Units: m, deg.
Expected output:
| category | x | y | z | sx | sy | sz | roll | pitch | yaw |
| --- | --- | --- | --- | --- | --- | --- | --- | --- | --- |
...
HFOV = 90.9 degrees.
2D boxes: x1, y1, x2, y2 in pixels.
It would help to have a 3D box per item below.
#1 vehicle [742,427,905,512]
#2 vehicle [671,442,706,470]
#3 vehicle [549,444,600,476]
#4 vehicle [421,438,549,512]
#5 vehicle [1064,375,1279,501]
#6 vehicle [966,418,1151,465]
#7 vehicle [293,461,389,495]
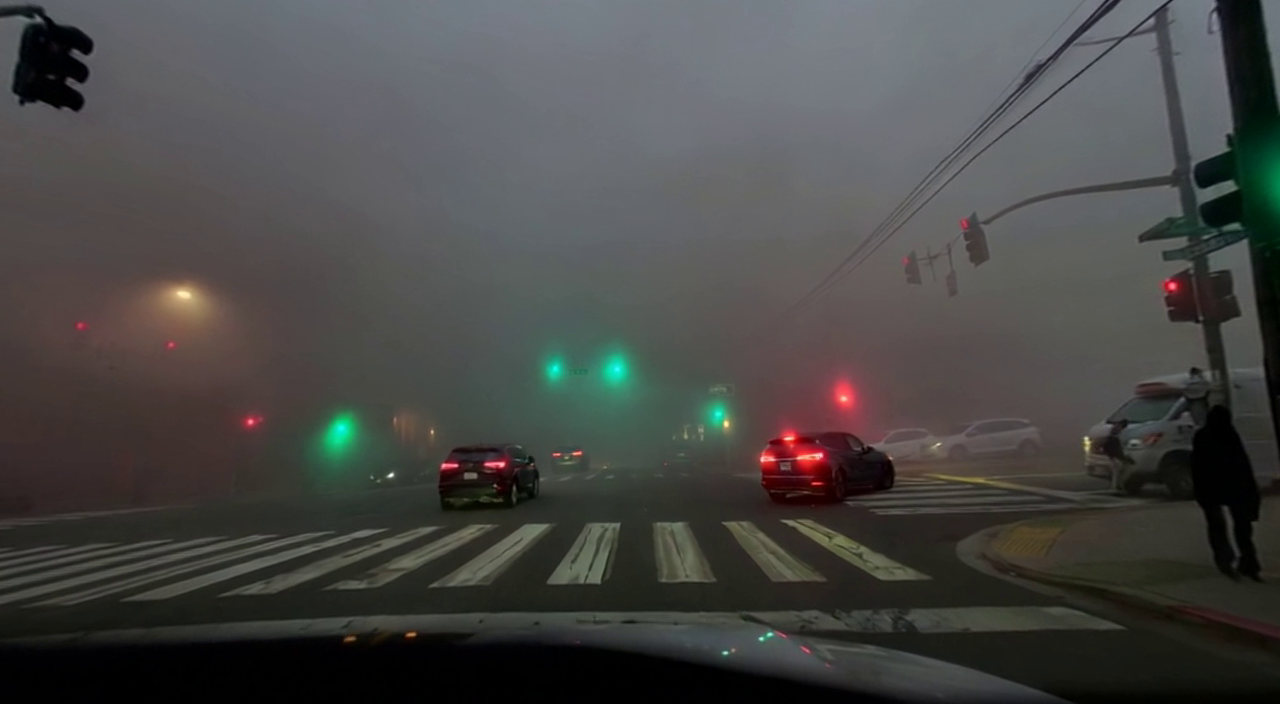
| category | x | y | z | sx | sy | sz | roll | pitch | yaw |
| --- | --- | --- | --- | --- | --- | --- | --- | --- | --- |
| vehicle | 4.120 | 2.427 | 13.596 | 2.153 | 1.480 | 4.540 | -5 | -10 | 32 |
| vehicle | 3.284 | 7.062 | 43.003 | 1.924 | 1.765 | 3.954 | 0 | -8 | -2 |
| vehicle | -3.191 | 5.358 | 31.523 | 1.916 | 1.487 | 4.535 | 0 | -8 | 2 |
| vehicle | -3.442 | 2.786 | 14.763 | 1.973 | 1.496 | 3.713 | 0 | -8 | 1 |
| vehicle | 11.945 | 1.683 | 12.347 | 5.523 | 2.219 | 2.251 | 0 | -8 | 1 |
| vehicle | 13.930 | 3.015 | 21.217 | 4.801 | 1.497 | 1.895 | 0 | -8 | 1 |
| vehicle | -15.290 | 6.463 | 32.562 | 1.999 | 1.466 | 4.535 | -2 | -9 | 14 |
